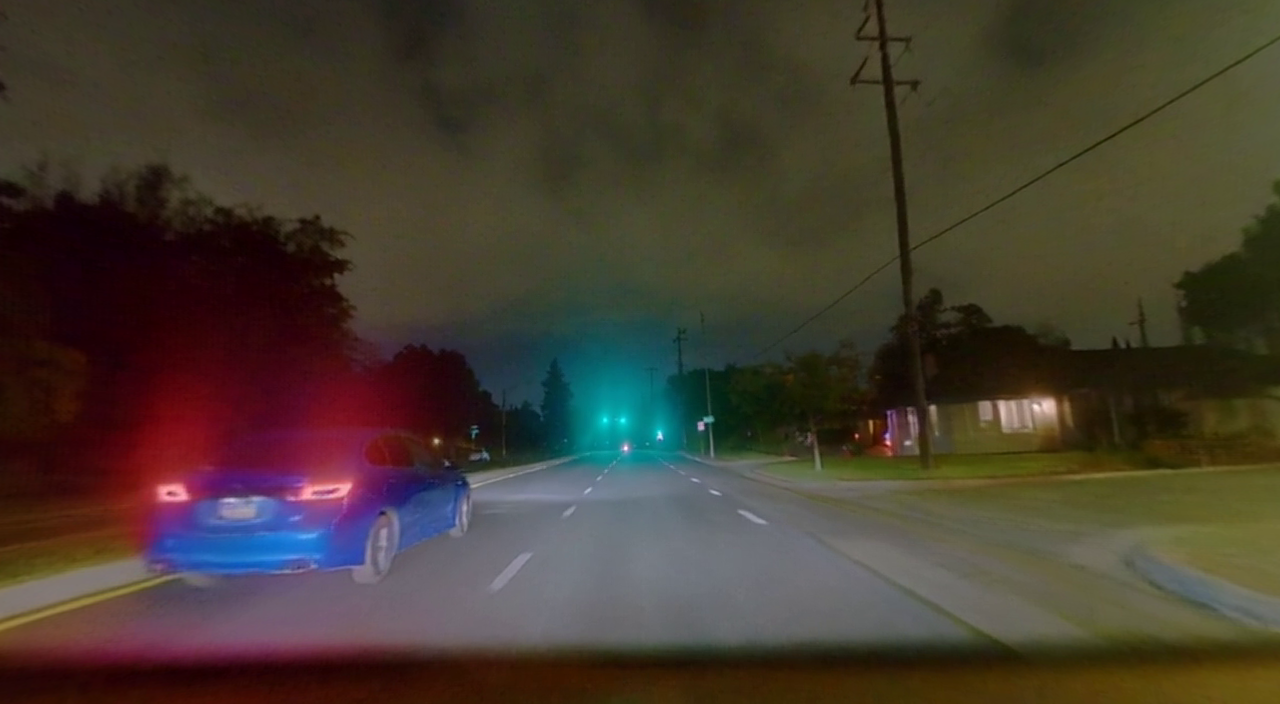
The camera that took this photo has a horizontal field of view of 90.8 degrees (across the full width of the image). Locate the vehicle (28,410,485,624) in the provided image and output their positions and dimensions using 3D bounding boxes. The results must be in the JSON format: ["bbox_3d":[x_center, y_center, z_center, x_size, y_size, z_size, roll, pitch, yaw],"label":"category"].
[{"bbox_3d":[-3.233,1.478,6.634,2.113,1.493,4.222,0,-8,0],"label":"vehicle"}]
